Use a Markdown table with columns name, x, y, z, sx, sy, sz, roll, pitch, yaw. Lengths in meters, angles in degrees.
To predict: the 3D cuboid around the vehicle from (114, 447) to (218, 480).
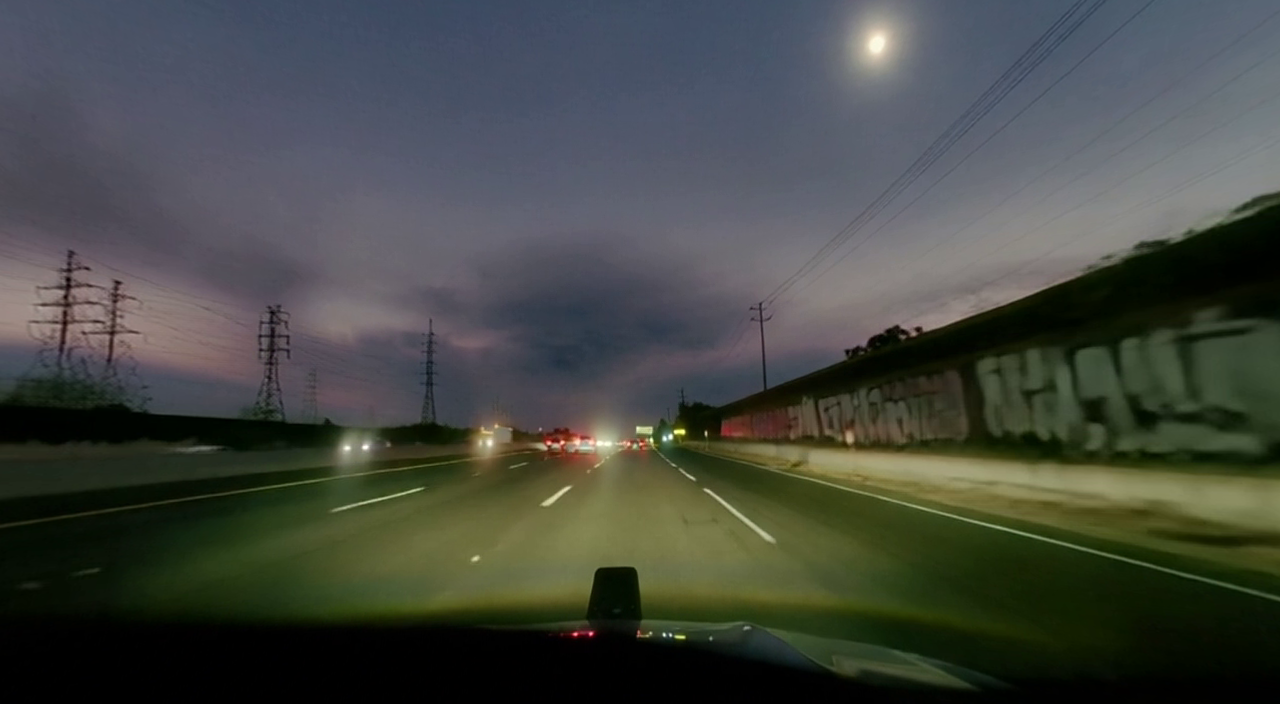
| name | x | y | z | sx | sy | sz | roll | pitch | yaw |
| --- | --- | --- | --- | --- | --- | --- | --- | --- | --- |
| vehicle | -23.126 | 5.424 | 30.988 | 1.765 | 1.443 | 4.311 | 0 | -8 | 0 |

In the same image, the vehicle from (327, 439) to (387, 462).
| name | x | y | z | sx | sy | sz | roll | pitch | yaw |
| --- | --- | --- | --- | --- | --- | --- | --- | --- | --- |
| vehicle | -19.248 | 6.694 | 43.097 | 2.104 | 1.480 | 4.366 | 0 | -8 | 0 |

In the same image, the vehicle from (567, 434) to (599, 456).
| name | x | y | z | sx | sy | sz | roll | pitch | yaw |
| --- | --- | --- | --- | --- | --- | --- | --- | --- | --- |
| vehicle | -4.354 | 7.152 | 48.635 | 2.118 | 1.640 | 4.031 | 0 | -8 | 0 |
